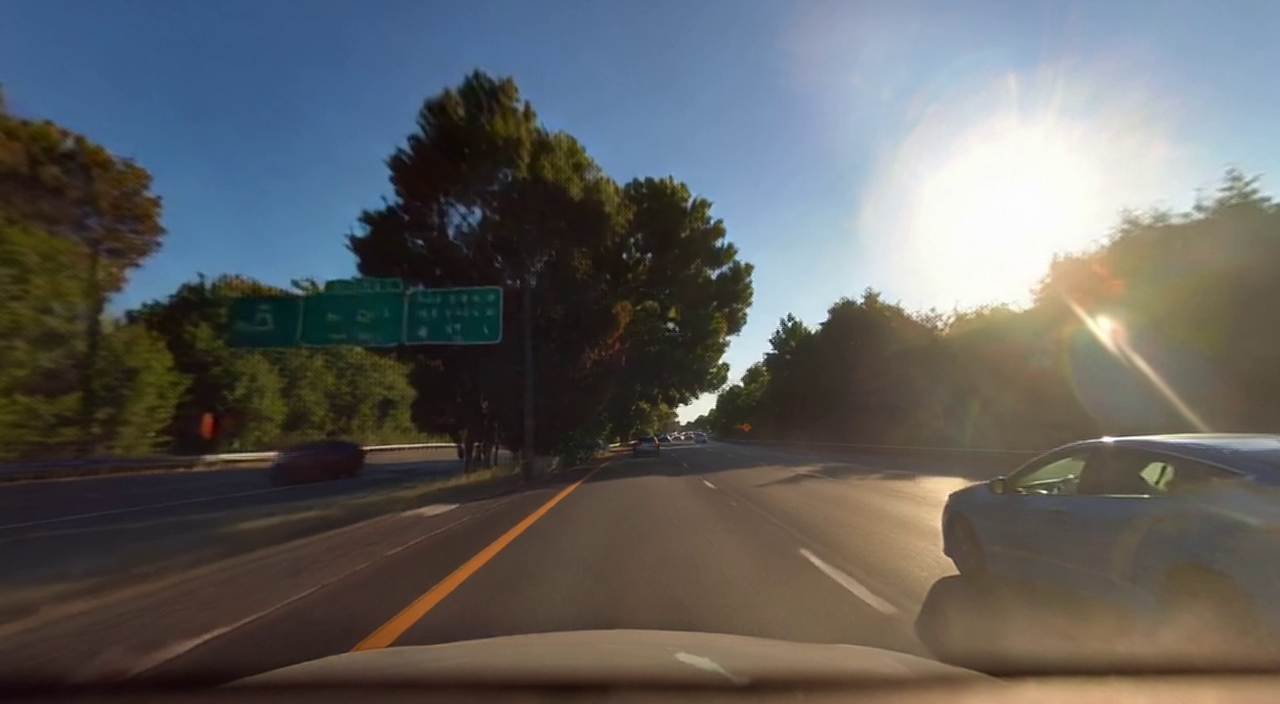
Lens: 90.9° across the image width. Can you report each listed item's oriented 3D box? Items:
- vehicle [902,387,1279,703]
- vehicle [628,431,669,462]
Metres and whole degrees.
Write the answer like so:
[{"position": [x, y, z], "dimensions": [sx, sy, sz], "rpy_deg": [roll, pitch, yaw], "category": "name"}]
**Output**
[{"position": [3.608, 1.064, 3.885], "dimensions": [1.981, 1.467, 4.459], "rpy_deg": [0, -8, -1], "category": "vehicle"}, {"position": [0.387, 4.972, 33.410], "dimensions": [2.046, 1.526, 3.903], "rpy_deg": [0, -8, -1], "category": "vehicle"}]
